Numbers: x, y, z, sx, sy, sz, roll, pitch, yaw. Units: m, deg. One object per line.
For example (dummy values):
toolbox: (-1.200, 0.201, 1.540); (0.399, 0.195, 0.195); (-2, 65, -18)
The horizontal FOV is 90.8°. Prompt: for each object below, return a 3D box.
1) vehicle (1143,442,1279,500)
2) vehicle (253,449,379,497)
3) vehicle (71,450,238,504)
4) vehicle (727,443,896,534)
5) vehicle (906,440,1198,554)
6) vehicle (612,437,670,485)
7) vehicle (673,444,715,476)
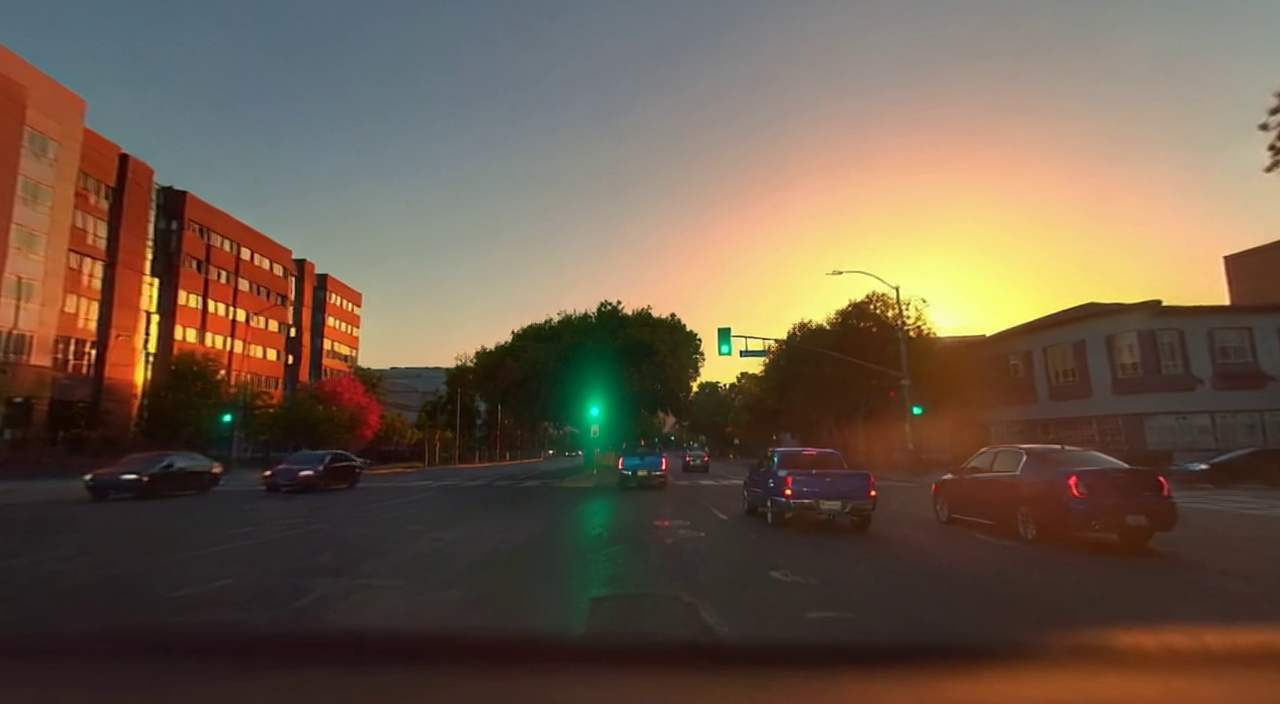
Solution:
vehicle: (17.450, 3.281, 17.738); (4.869, 1.463, 2.198); (0, -8, -4)
vehicle: (-11.318, 4.226, 22.538); (1.989, 1.459, 4.667); (0, -8, 1)
vehicle: (-15.448, 3.956, 20.475); (1.915, 1.491, 4.347); (0, -8, 0)
vehicle: (3.147, 2.586, 12.689); (2.057, 1.463, 4.365); (0, -8, -1)
vehicle: (6.412, 2.259, 10.673); (1.855, 1.469, 4.598); (0, -8, 1)
vehicle: (0.043, 4.756, 27.859); (2.344, 1.883, 4.572); (0, -8, 0)
vehicle: (3.176, 6.438, 37.958); (2.013, 1.742, 4.424); (0, -8, -1)
